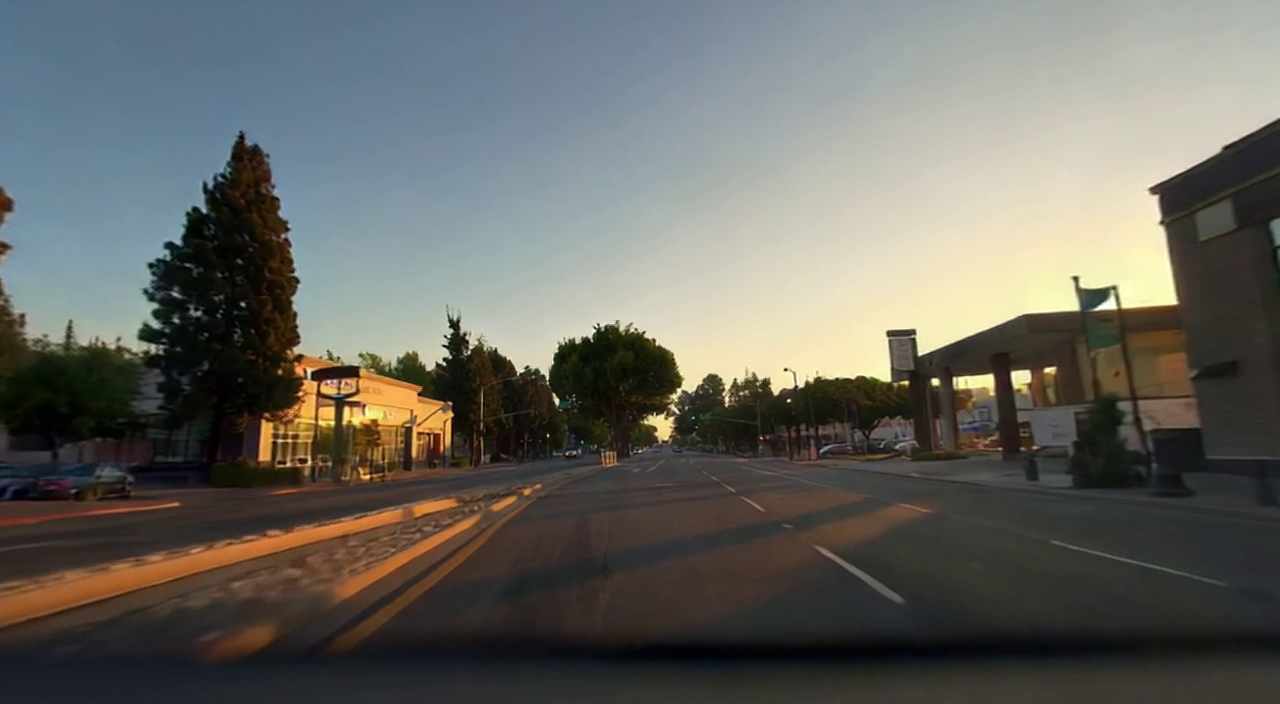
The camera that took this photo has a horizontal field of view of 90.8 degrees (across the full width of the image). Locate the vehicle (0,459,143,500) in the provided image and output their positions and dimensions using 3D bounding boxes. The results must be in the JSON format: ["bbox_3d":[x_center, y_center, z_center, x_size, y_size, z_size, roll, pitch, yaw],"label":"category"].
[{"bbox_3d":[-24.289,5.422,27.187,1.908,1.502,4.584,0,-8,2],"label":"vehicle"}]
